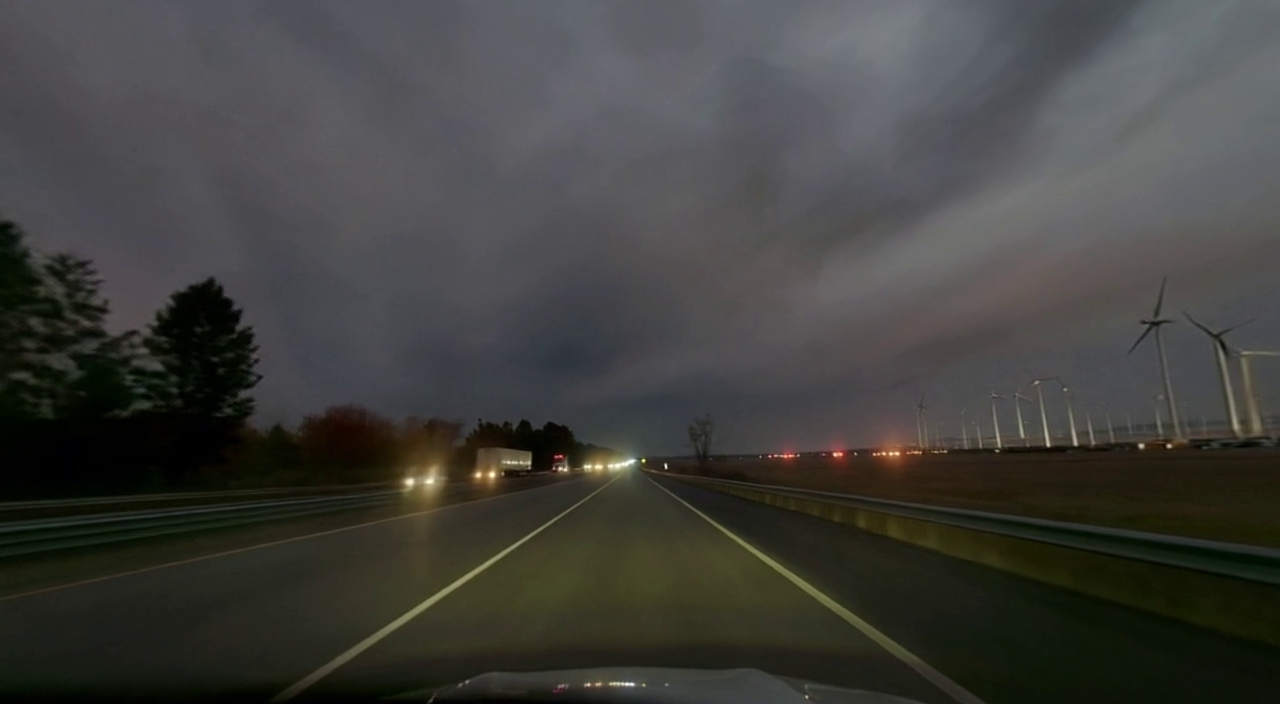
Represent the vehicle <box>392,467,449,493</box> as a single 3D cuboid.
[{"bbox_3d":[-13.701,7.990,39.514,2.012,1.514,4.190,1,-10,0],"label":"vehicle"}]
